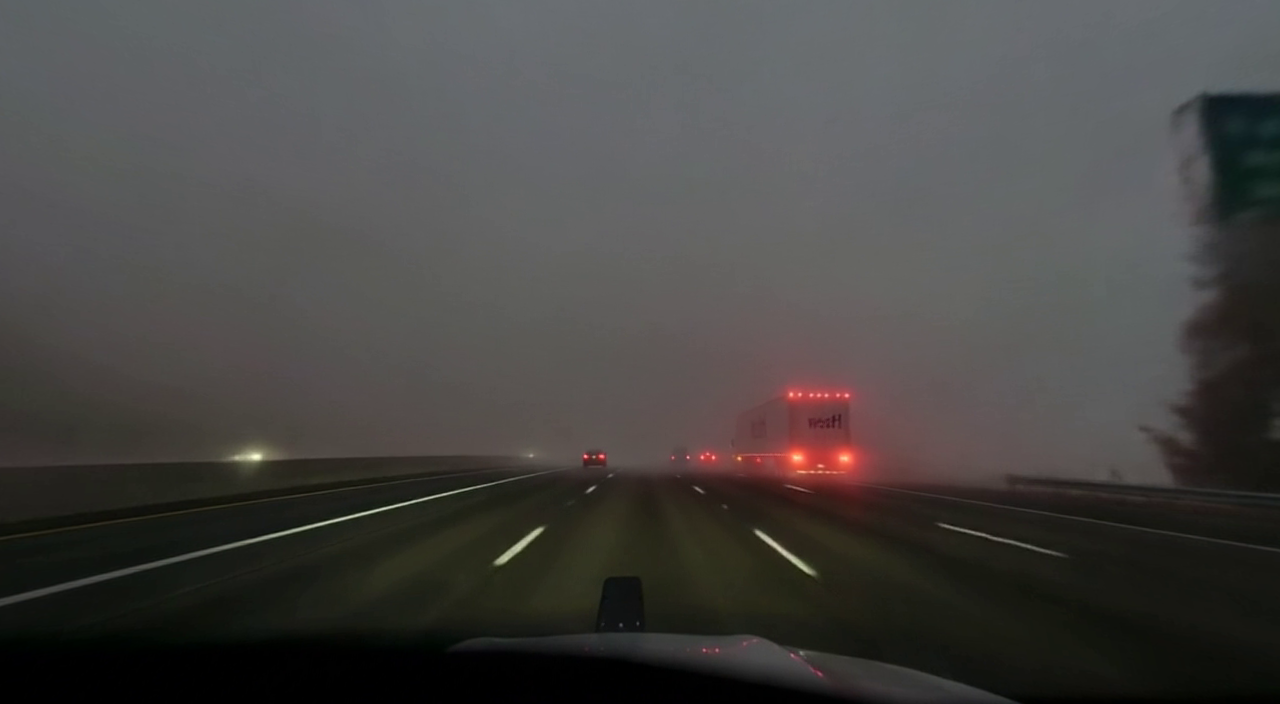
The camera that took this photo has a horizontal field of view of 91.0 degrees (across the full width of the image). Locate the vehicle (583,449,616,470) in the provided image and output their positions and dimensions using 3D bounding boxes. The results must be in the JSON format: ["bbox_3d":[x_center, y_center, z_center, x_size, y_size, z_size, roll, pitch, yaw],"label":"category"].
[{"bbox_3d":[-3.066,8.236,48.445,2.164,1.507,4.748,0,-9,1],"label":"vehicle"}]

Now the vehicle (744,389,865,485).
[{"bbox_3d":[8.442,4.847,35.234,2.912,4.143,15.538,0,-9,1],"label":"vehicle"}]
